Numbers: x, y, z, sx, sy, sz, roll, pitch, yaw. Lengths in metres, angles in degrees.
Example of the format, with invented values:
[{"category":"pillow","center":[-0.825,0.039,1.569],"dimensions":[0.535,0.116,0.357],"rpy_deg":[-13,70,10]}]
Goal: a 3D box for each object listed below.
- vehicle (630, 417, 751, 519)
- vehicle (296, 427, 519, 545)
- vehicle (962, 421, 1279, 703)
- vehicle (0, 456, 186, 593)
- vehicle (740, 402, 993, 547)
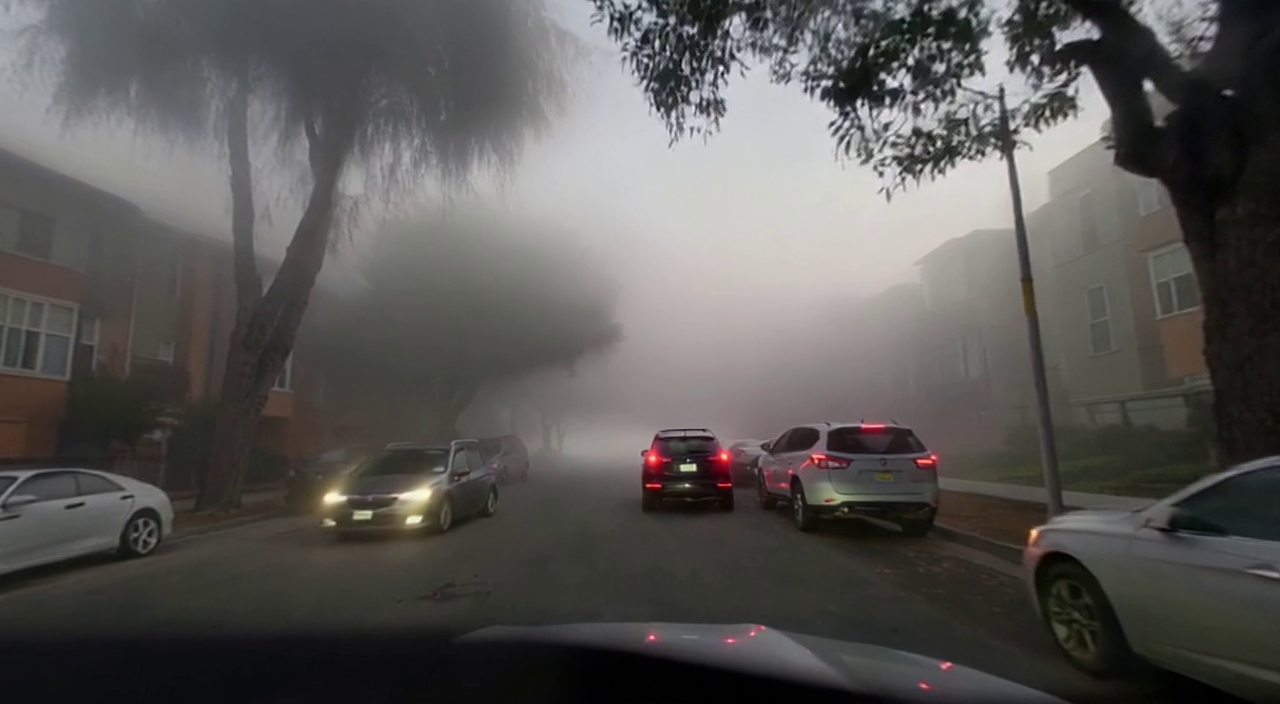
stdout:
[{"category":"vehicle","center":[0.862,2.371,13.441],"dimensions":[2.055,1.717,5.172],"rpy_deg":[0,-8,0]},{"category":"vehicle","center":[-3.816,2.255,11.256],"dimensions":[2.018,1.691,3.995],"rpy_deg":[-2,-9,8]},{"category":"vehicle","center":[3.450,0.991,2.588],"dimensions":[1.881,1.403,4.214],"rpy_deg":[0,-8,-2]},{"category":"vehicle","center":[-7.984,2.122,7.723],"dimensions":[1.859,1.432,4.315],"rpy_deg":[-5,-8,-3]},{"category":"vehicle","center":[3.262,1.917,10.557],"dimensions":[2.082,1.799,5.207],"rpy_deg":[0,-8,-3]}]
